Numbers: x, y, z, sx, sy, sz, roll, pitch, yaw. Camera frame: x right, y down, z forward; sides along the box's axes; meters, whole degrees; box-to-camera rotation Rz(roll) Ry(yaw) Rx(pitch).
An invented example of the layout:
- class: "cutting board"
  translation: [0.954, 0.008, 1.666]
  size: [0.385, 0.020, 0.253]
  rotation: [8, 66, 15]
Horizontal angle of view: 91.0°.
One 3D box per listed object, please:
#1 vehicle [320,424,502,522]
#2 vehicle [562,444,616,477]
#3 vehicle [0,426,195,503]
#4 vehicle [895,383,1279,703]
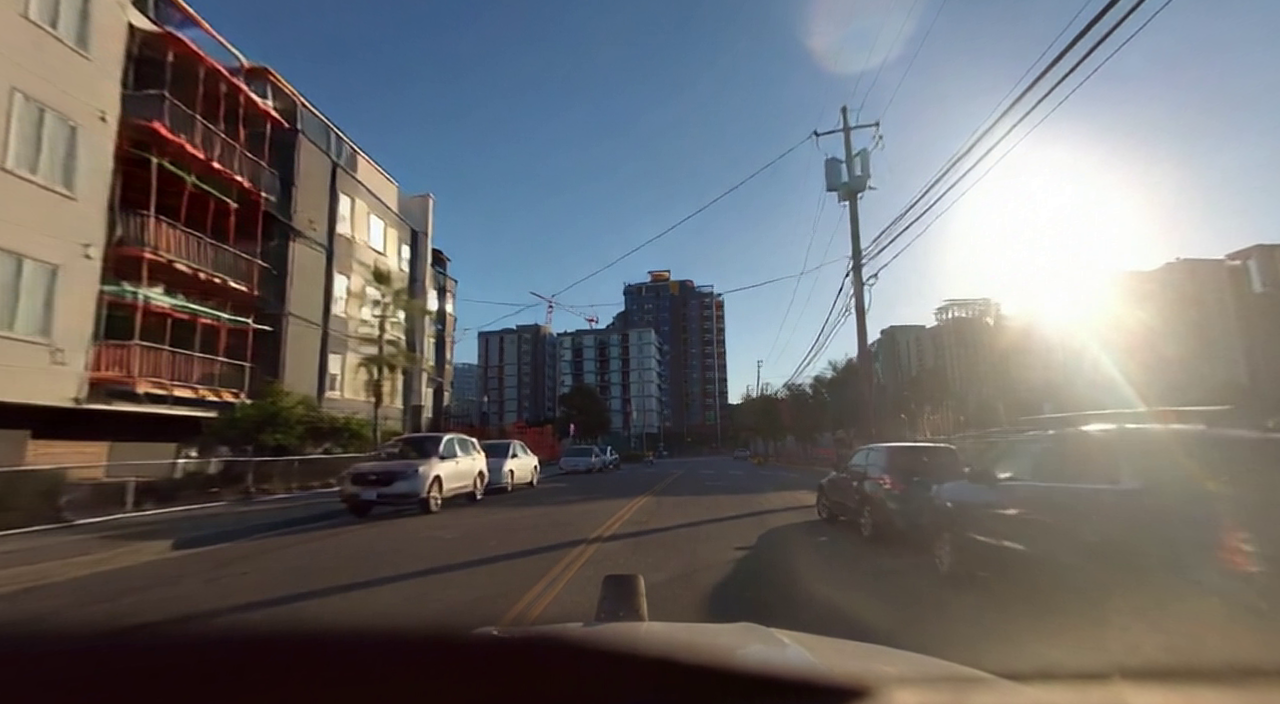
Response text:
- class: "vehicle"
  translation: [-4.997, 2.707, 14.660]
  size: [1.953, 1.871, 4.712]
  rotation: [-1, -9, 8]
- class: "vehicle"
  translation: [-2.688, 5.910, 34.483]
  size: [1.998, 1.633, 4.673]
  rotation: [-1, -9, 7]
- class: "vehicle"
  translation: [-14.003, 2.785, 15.927]
  size: [1.948, 1.660, 4.316]
  rotation: [-1, -9, 8]
- class: "vehicle"
  translation: [4.164, 1.461, 5.878]
  size: [1.918, 1.848, 4.946]
  rotation: [-1, -9, 6]
